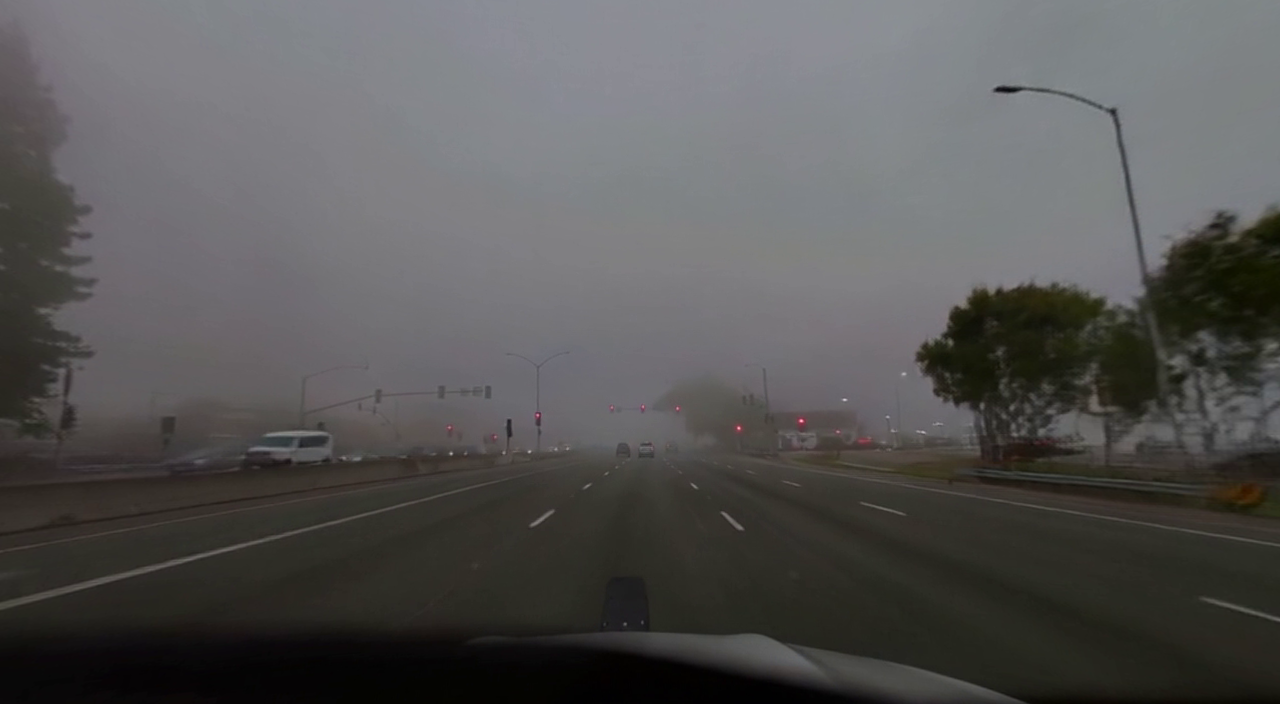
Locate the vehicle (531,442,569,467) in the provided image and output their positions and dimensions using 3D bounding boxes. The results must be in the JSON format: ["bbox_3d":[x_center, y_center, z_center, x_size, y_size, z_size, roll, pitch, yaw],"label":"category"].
[{"bbox_3d":[-5.955,6.808,42.115,1.843,1.528,4.121,0,-8,1],"label":"vehicle"}]

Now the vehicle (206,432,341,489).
[{"bbox_3d":[-14.442,4.293,25.341,2.160,1.993,5.347,0,-8,0],"label":"vehicle"}]

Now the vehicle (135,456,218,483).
[{"bbox_3d":[-26.347,6.655,35.955,1.673,1.400,3.902,0,-8,2],"label":"vehicle"}]

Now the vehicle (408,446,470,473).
[{"bbox_3d":[-11.149,5.966,35.304,1.937,1.426,4.529,0,-8,0],"label":"vehicle"}]
